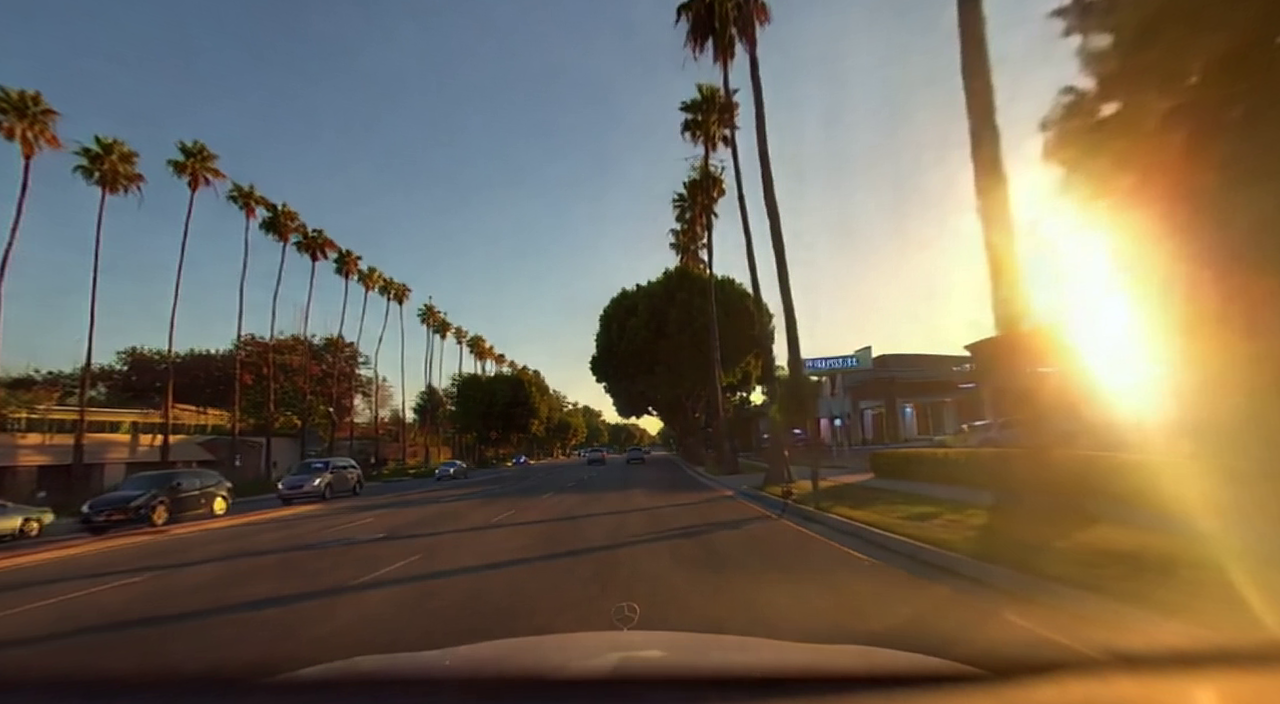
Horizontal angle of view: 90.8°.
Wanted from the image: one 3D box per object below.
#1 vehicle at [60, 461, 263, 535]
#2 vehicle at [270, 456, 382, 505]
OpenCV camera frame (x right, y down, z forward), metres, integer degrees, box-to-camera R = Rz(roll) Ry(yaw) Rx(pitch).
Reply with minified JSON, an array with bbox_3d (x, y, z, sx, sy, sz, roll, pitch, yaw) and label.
[{"bbox_3d":[-13.055,3.969,17.736,2.199,1.696,4.440,0,-9,0],"label":"vehicle"},{"bbox_3d":[-13.220,5.420,27.034,2.306,1.807,4.927,0,-9,-1],"label":"vehicle"}]
